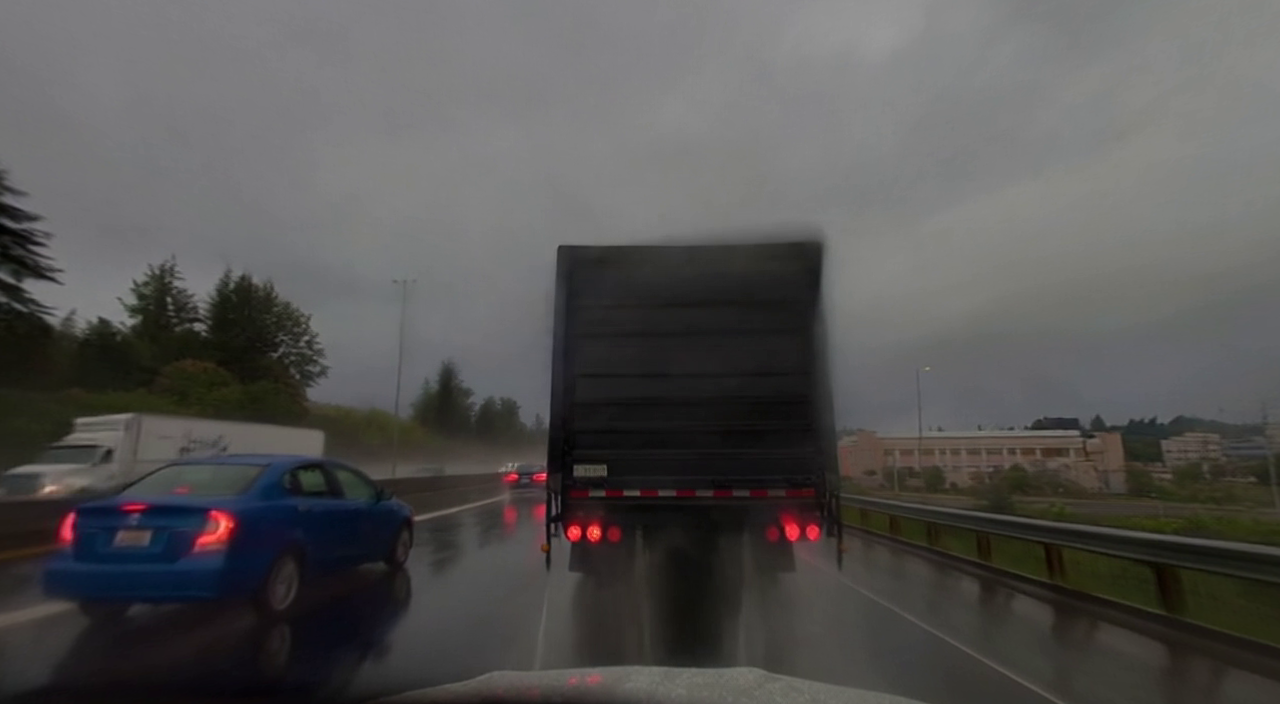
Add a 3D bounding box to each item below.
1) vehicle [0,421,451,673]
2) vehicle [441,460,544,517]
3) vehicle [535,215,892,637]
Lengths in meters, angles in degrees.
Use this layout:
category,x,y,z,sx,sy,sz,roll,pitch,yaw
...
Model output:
category,x,y,z,sx,sy,sz,roll,pitch,yaw
vehicle,-3.802,1.705,6.597,1.983,1.575,4.973,0,-11,1
vehicle,-4.229,4.019,18.890,1.891,1.469,4.431,0,-11,2
vehicle,0.721,1.309,9.602,2.831,3.529,8.689,0,-11,2
